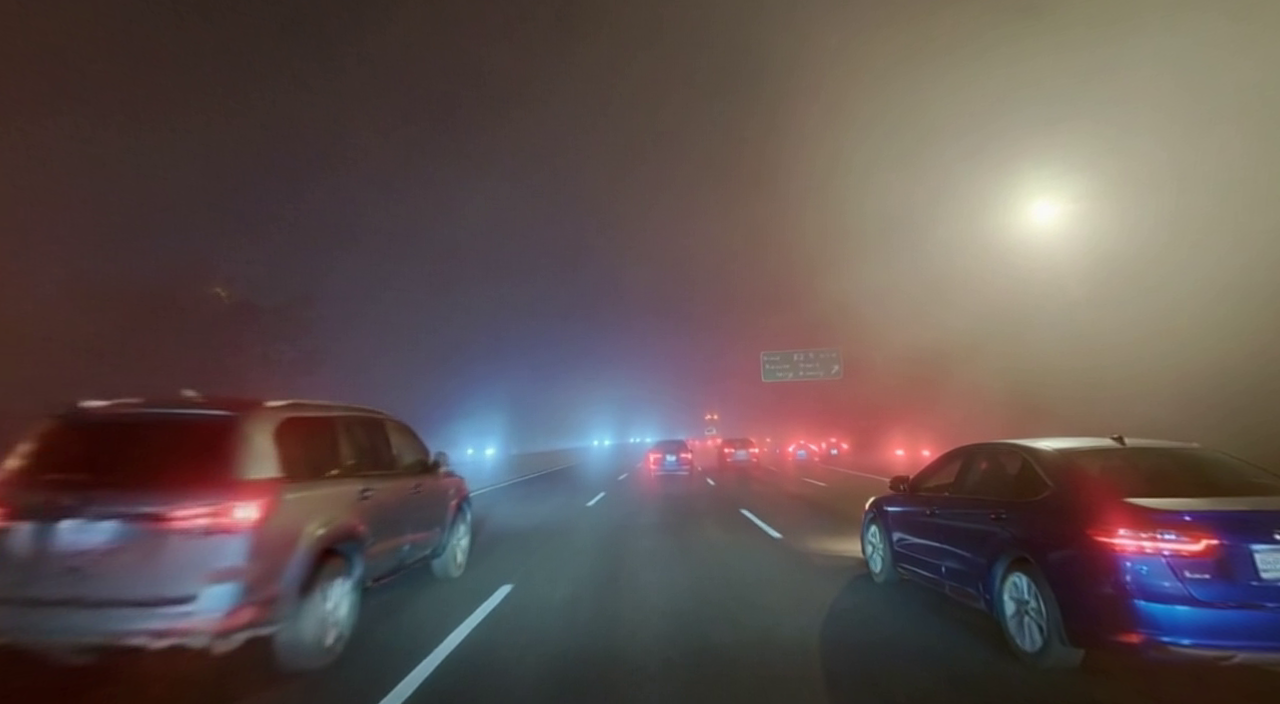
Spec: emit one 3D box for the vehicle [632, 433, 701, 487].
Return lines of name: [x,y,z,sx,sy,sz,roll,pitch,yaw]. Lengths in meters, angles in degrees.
vehicle: [0.854,3.554,20.932,2.074,1.614,3.803,0,-9,2]

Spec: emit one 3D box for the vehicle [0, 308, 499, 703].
vehicle: [-3.110,1.156,5.620,2.434,1.965,5.305,0,-9,0]

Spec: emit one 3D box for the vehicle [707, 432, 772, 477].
vehicle: [3.967,4.185,25.884,2.076,1.684,4.241,0,-9,2]

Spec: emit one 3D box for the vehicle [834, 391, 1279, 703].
vehicle: [3.087,1.219,4.388,2.009,1.489,4.559,0,-9,0]
